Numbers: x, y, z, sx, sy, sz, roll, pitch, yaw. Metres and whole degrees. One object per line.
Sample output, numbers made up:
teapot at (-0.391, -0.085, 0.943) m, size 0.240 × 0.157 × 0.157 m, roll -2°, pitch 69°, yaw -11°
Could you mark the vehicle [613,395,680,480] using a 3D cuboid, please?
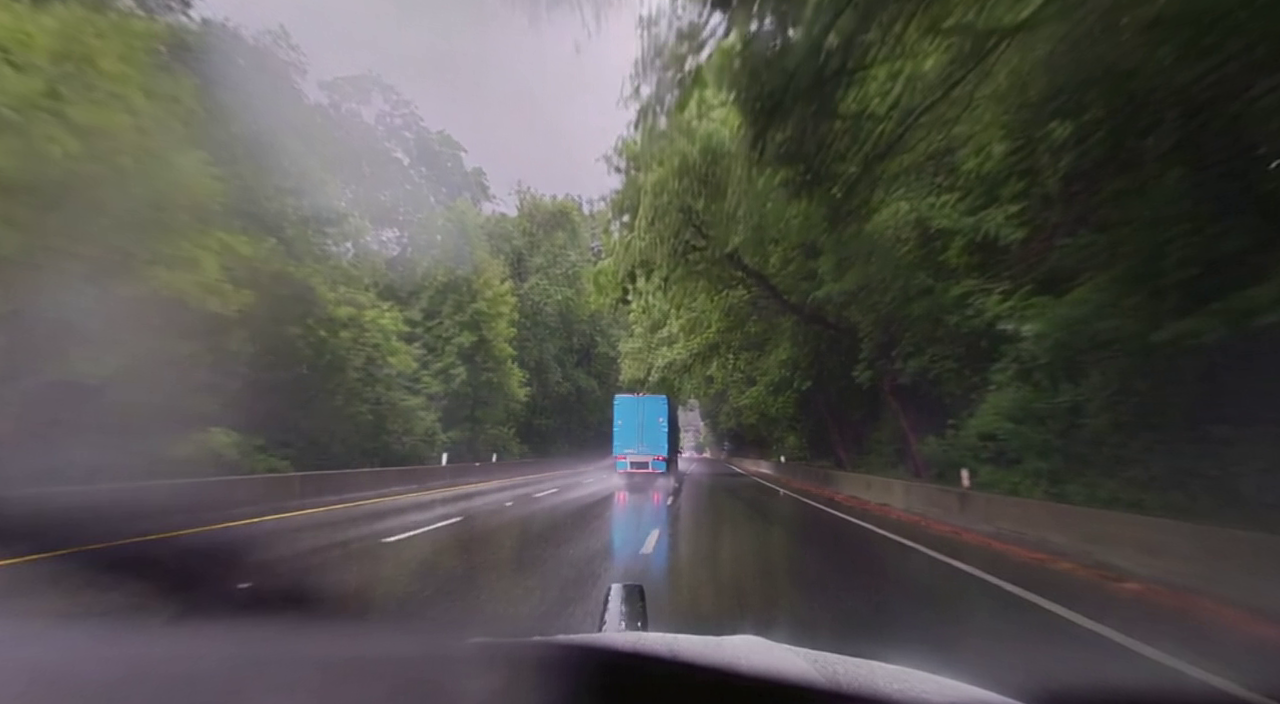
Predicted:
vehicle at (0.558, 4.659, 33.800) m, size 2.821 × 3.878 × 8.925 m, roll -1°, pitch -9°, yaw 5°
